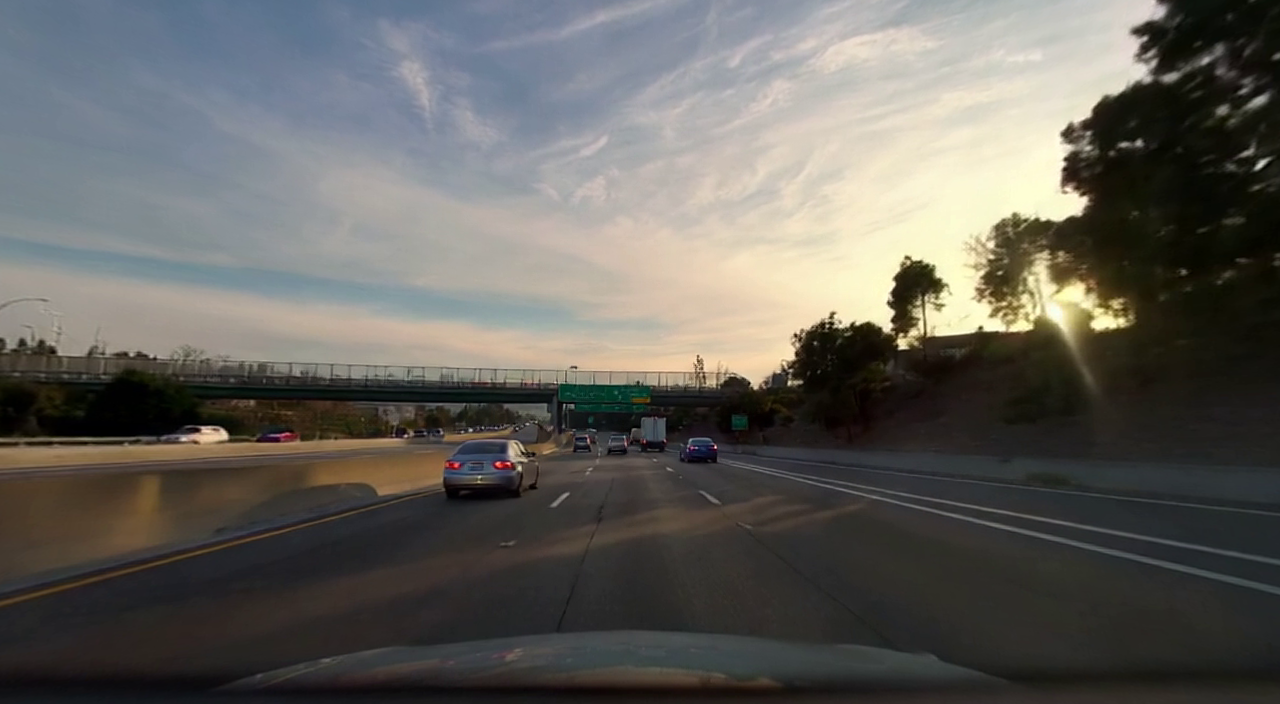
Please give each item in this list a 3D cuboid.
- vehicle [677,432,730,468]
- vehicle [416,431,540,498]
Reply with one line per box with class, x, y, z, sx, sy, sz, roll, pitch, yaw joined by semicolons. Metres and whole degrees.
vehicle;3.058;4.815;31.145;2.001;1.625;4.088;0;-8;-2
vehicle;-3.992;2.846;16.367;2.064;1.479;4.370;-1;-8;0
